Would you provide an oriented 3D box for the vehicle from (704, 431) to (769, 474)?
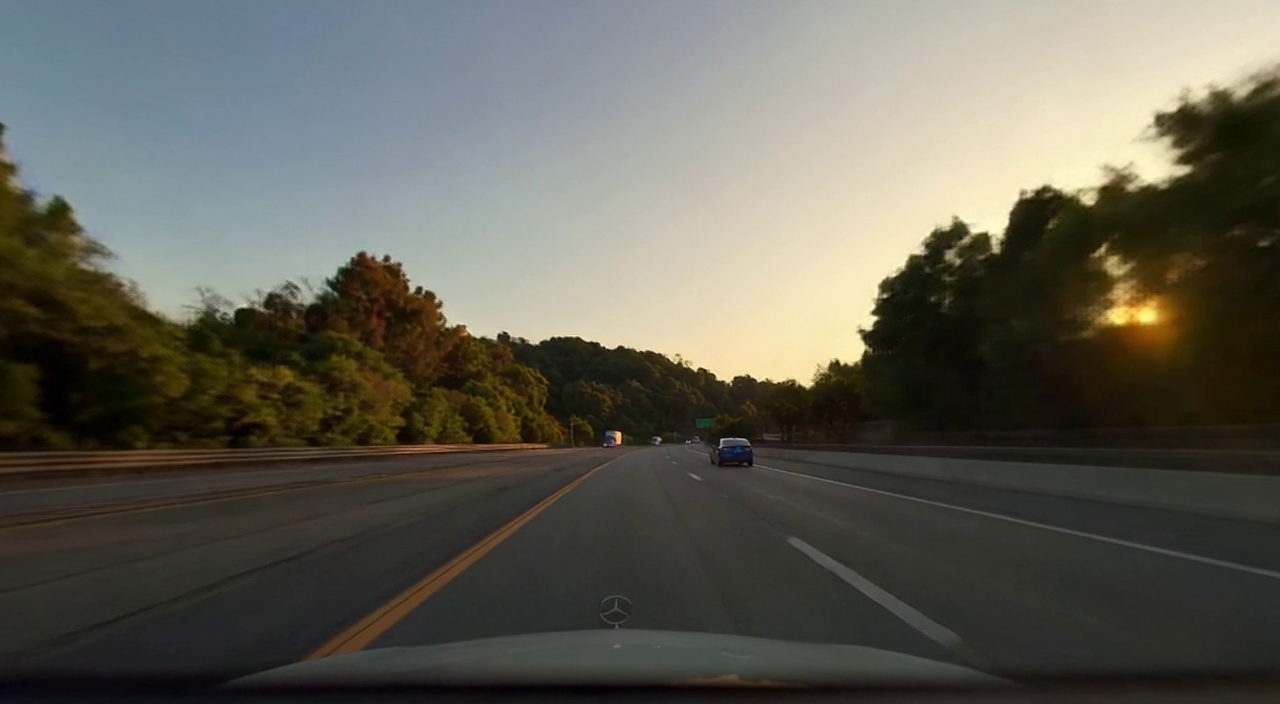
[{"bbox_3d":[4.009,4.262,26.859,2.022,1.663,4.245,0,-8,-1],"label":"vehicle"}]
